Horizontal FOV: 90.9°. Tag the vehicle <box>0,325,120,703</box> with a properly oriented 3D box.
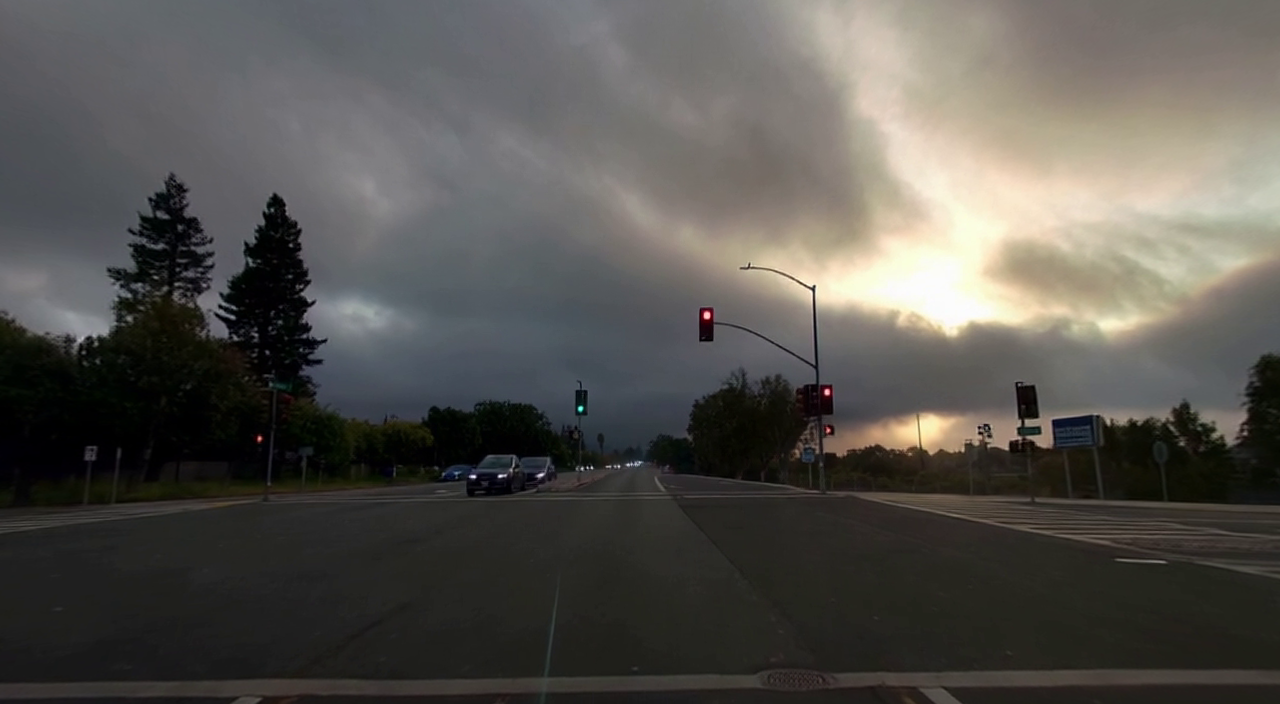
[{"bbox_3d":[-3.485,0.524,0.487,2.242,1.761,4.505,0,-8,1],"label":"vehicle"}]

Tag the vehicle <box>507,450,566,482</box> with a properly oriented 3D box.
[{"bbox_3d":[-5.226,5.812,32.416,2.107,1.456,4.728,0,-8,2],"label":"vehicle"}]

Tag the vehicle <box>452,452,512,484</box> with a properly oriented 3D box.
[{"bbox_3d":[-8.023,5.908,32.406,1.960,1.433,4.213,0,-8,1],"label":"vehicle"}]
